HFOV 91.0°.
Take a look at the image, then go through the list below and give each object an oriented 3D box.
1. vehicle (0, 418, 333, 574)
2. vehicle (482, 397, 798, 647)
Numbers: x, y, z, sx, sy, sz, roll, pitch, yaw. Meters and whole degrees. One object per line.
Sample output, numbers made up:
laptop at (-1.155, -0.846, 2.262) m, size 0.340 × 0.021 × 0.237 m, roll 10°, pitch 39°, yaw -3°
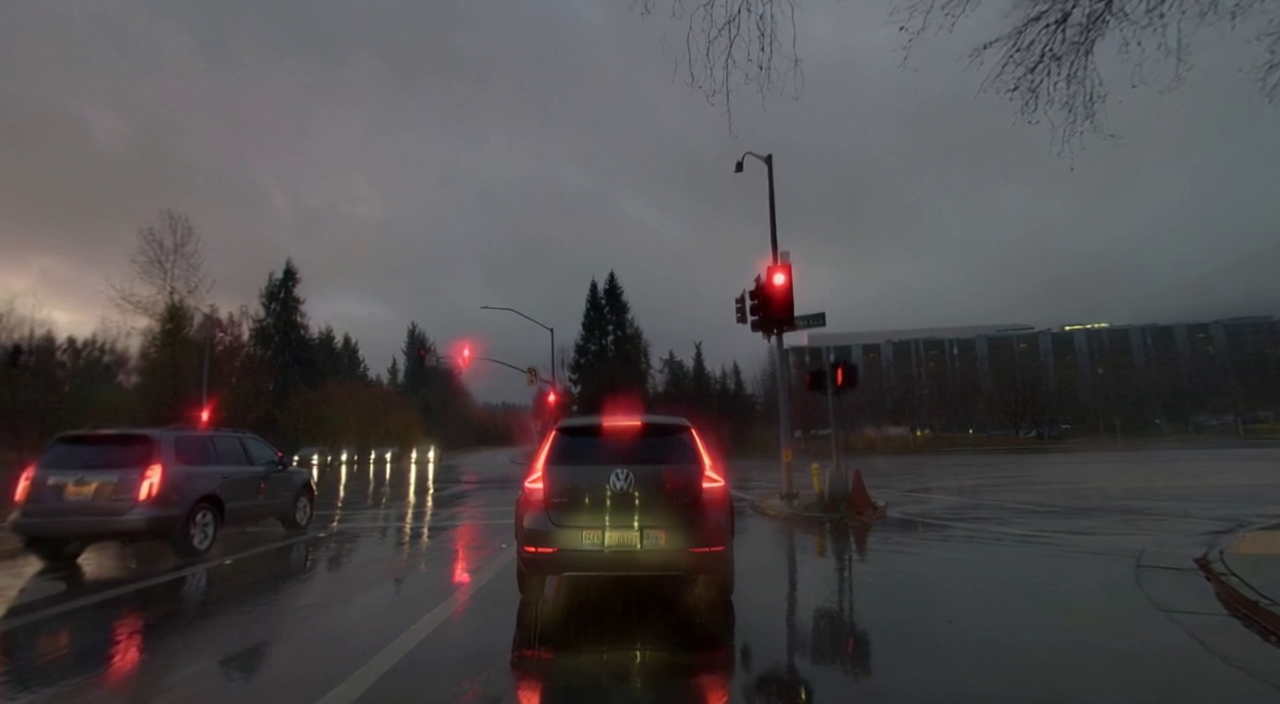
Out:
vehicle at (-6.393, 1.900, 9.110) m, size 2.020 × 1.695 × 4.187 m, roll 1°, pitch -9°, yaw -5°
vehicle at (-0.145, 1.458, 6.441) m, size 2.154 × 1.670 × 4.140 m, roll 0°, pitch -9°, yaw -5°
